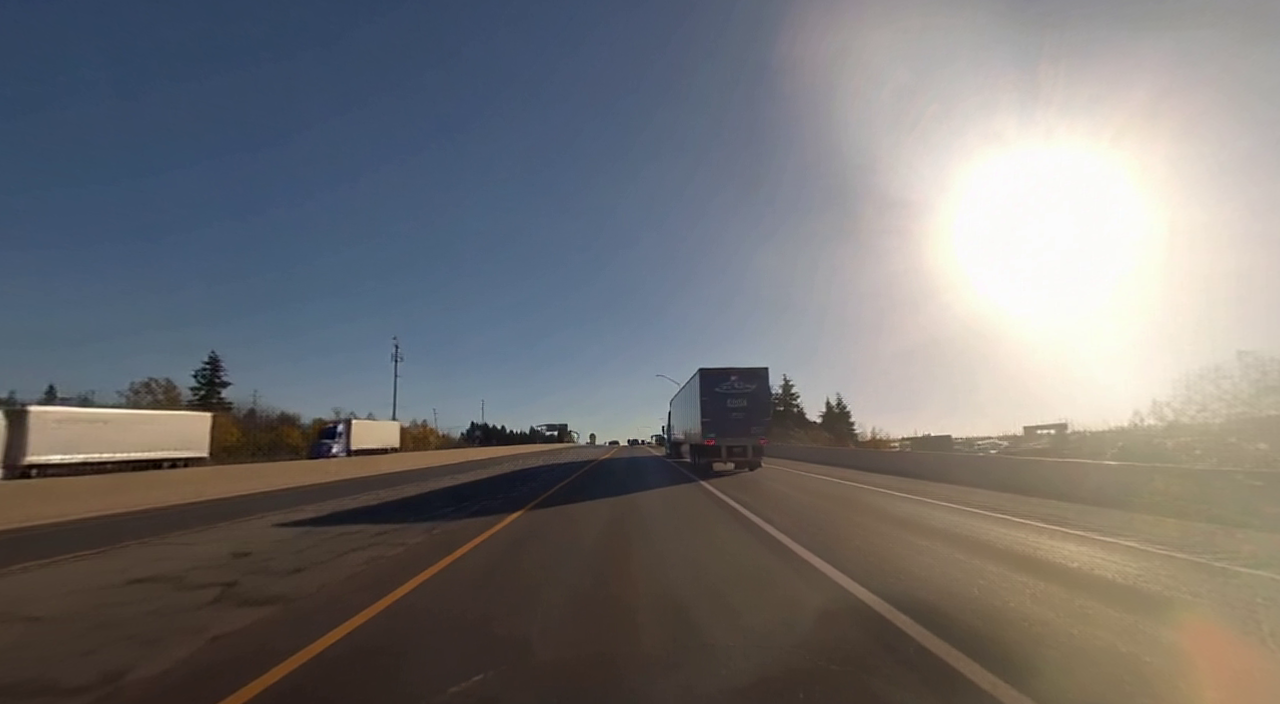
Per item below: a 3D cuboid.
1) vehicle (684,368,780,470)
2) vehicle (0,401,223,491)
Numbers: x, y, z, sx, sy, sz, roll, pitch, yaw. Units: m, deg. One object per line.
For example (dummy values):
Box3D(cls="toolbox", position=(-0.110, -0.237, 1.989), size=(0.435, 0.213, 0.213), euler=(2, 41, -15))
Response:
Box3D(cls="vehicle", position=(3.798, 3.106, 28.192), size=(2.888, 3.866, 8.380), euler=(0, -8, -1))
Box3D(cls="vehicle", position=(-30.679, 5.247, 35.763), size=(2.926, 4.080, 16.506), euler=(-2, -7, -1))
